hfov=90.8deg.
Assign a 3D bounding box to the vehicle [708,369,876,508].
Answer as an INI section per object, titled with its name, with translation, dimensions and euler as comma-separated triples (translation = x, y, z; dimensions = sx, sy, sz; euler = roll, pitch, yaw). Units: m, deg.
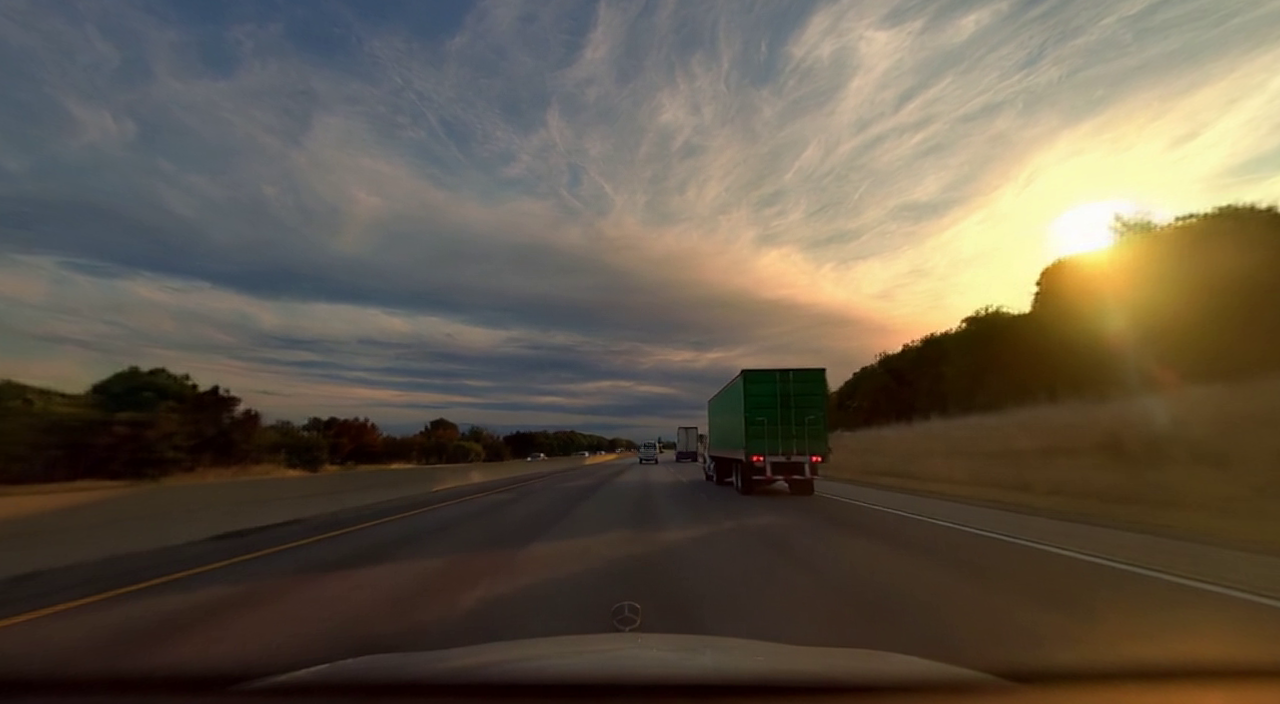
[vehicle]
translation = 4.181, 2.772, 19.898
dimensions = 2.960, 3.381, 8.914
euler = 0, -9, -1
